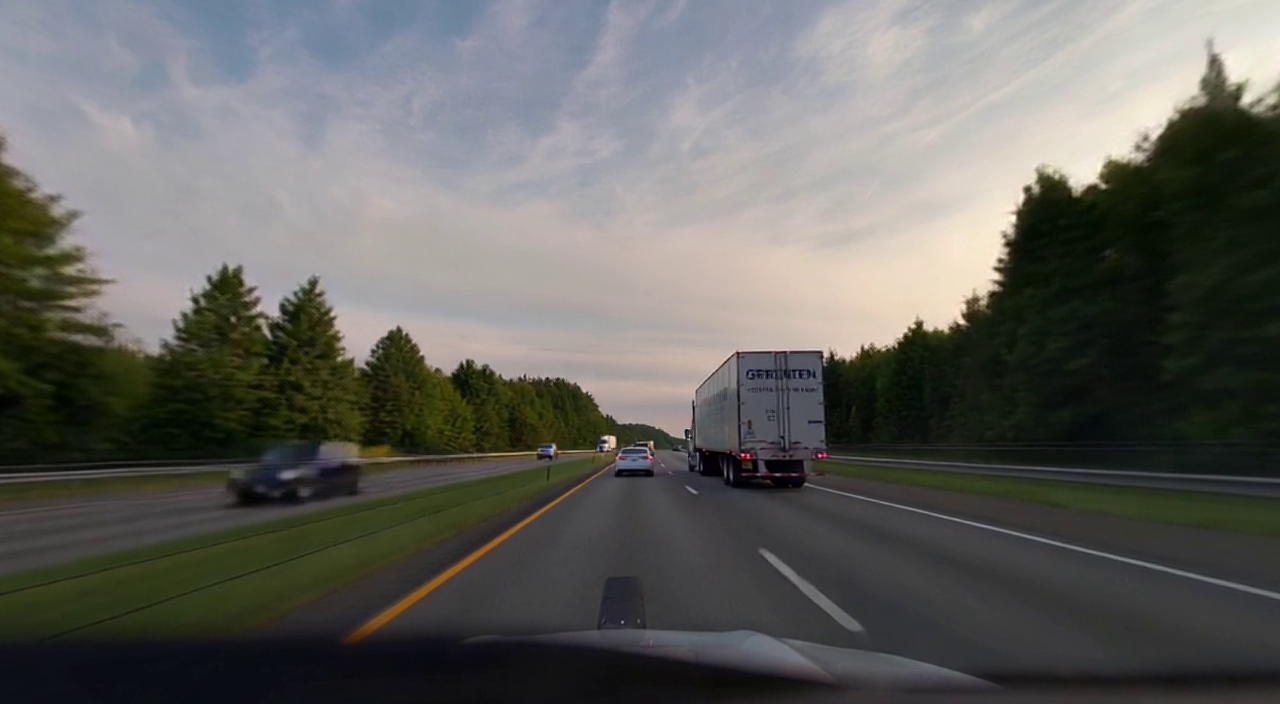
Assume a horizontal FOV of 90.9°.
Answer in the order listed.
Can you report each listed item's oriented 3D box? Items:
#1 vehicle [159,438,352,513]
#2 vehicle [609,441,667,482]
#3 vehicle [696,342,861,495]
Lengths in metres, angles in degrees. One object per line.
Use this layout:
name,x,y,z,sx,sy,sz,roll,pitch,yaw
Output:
vehicle,-9.142,2.961,15.571,1.930,1.549,4.485,0,-9,0
vehicle,-0.079,4.241,24.590,2.074,1.475,3.960,0,-9,0
vehicle,4.298,2.872,24.012,2.909,4.074,14.457,0,-9,0
